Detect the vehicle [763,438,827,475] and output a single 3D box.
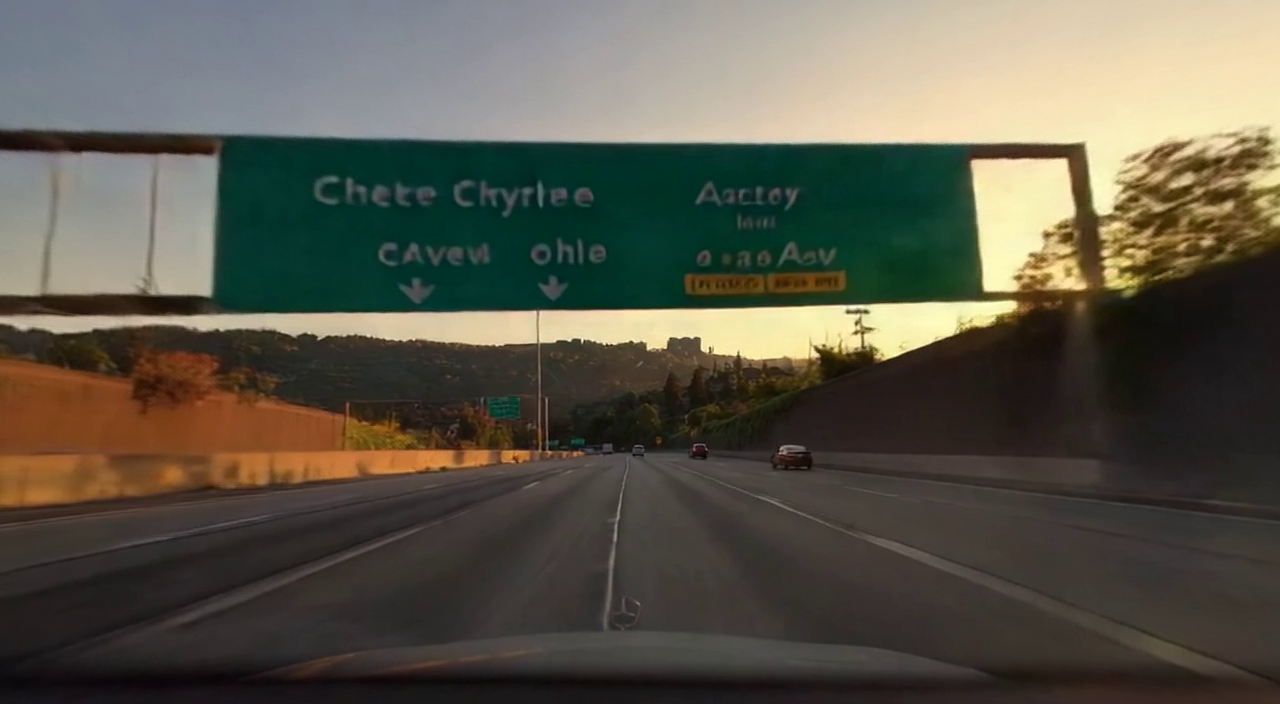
[{"bbox_3d":[7.983,5.433,32.875,2.167,1.781,4.340,0,-9,-1],"label":"vehicle"}]
